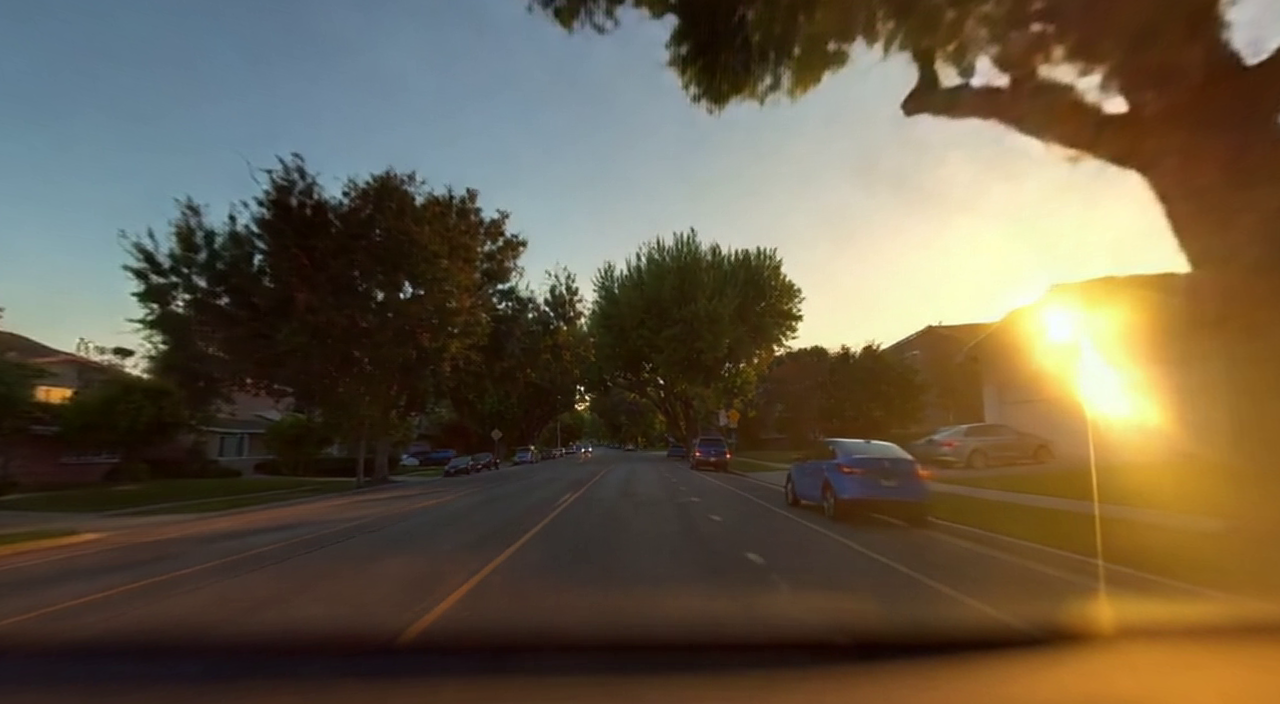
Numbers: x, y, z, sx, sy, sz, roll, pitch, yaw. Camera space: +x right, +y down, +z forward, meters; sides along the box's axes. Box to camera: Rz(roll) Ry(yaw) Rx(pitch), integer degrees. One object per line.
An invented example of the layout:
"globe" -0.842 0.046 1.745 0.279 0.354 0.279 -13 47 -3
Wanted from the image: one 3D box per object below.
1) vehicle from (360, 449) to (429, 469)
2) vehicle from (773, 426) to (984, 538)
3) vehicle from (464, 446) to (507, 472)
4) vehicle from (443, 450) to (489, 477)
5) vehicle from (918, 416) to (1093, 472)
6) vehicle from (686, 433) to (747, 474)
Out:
"vehicle" -19.268 8.415 49.719 4.569 1.498 2.072 0 -8 0
"vehicle" 4.090 2.302 11.870 2.173 1.656 4.514 0 -8 -1
"vehicle" -11.044 7.644 45.461 1.981 1.790 4.682 0 -8 -1
"vehicle" -11.063 7.115 40.525 1.815 1.532 4.517 0 -8 -2
"vehicle" 12.134 3.080 21.194 4.660 1.749 1.893 0 -8 -1
"vehicle" 3.862 5.278 33.123 2.319 1.938 5.961 0 -8 -1
